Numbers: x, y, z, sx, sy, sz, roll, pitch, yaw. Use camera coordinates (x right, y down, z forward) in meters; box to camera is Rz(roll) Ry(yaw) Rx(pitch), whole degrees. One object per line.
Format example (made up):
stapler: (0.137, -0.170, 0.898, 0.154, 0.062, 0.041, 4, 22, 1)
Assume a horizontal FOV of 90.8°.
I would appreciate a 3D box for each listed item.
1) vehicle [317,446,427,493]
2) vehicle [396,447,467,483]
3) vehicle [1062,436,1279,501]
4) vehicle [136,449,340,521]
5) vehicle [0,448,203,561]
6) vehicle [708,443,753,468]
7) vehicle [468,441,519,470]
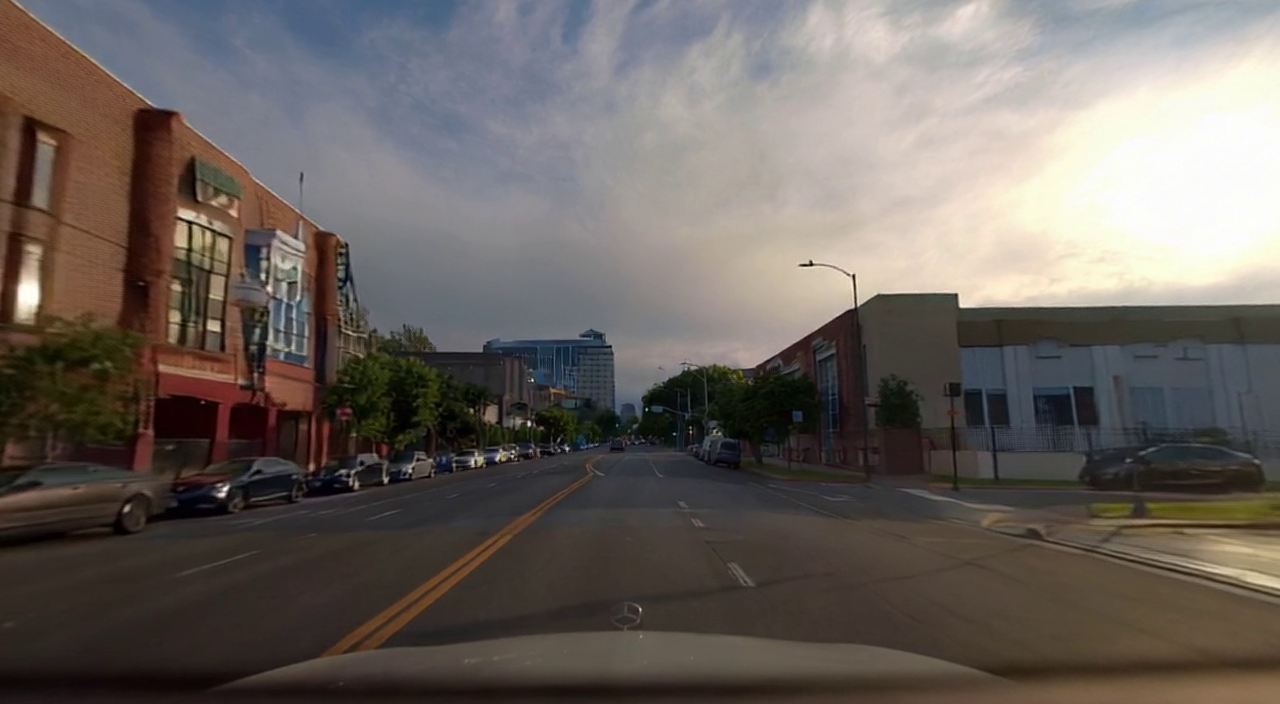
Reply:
vehicle: (-10.244, 4.494, 24.733, 1.995, 1.564, 5.321, 0, -8, 0)
vehicle: (-9.778, 5.291, 30.040, 2.021, 1.482, 4.601, 0, -8, -3)
vehicle: (15.946, 3.482, 19.149, 4.625, 1.797, 2.266, 0, -8, -1)
vehicle: (-10.089, 3.330, 16.461, 2.010, 1.476, 4.871, -1, -8, 2)
vehicle: (-10.026, 2.421, 10.573, 1.918, 1.535, 4.834, 0, -8, 1)
vehicle: (5.877, 6.777, 41.595, 2.038, 1.482, 4.994, 0, -8, -2)
vehicle: (-10.144, 7.229, 44.326, 2.228, 1.863, 5.407, 0, -8, 1)
